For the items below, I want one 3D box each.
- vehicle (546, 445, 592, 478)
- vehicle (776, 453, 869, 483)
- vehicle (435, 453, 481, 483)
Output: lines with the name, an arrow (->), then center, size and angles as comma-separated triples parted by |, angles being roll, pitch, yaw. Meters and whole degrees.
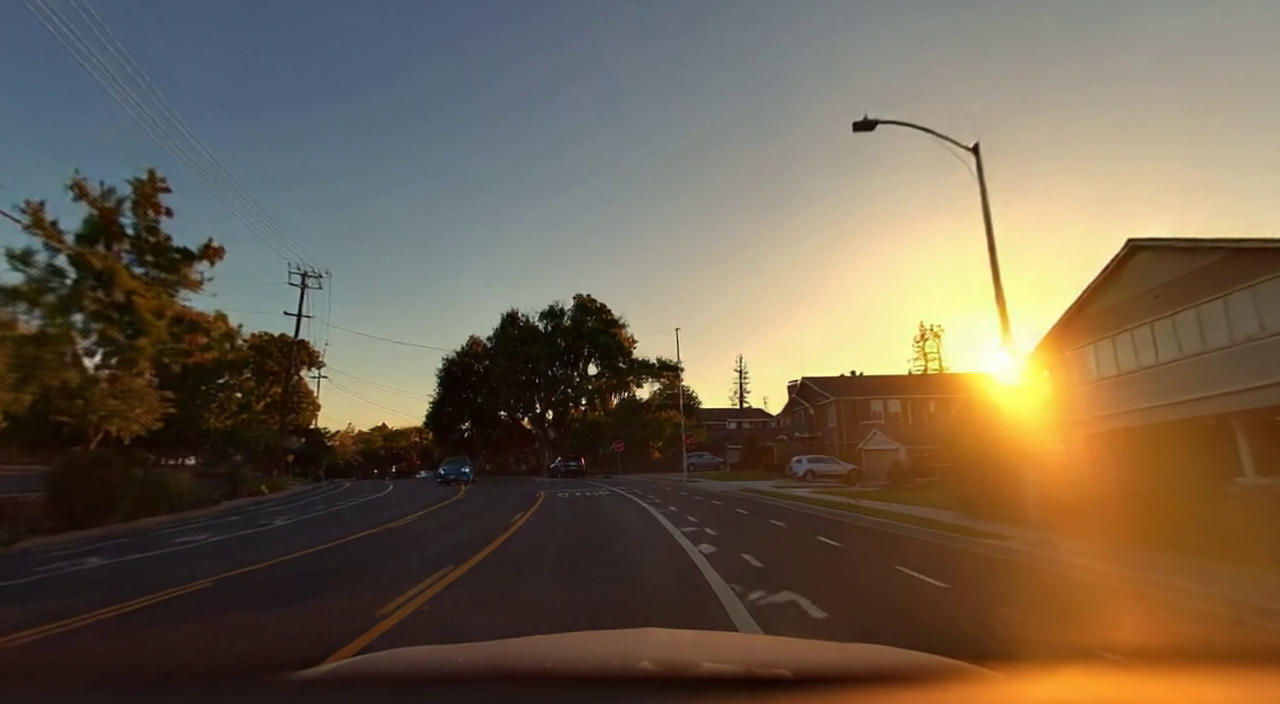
vehicle -> -4.493, 6.741, 39.173 | 2.284, 1.741, 4.702 | 4, -8, -11
vehicle -> 9.844, 6.238, 34.189 | 4.383, 1.508, 1.884 | 1, -9, -9
vehicle -> -10.144, 6.455, 35.465 | 2.003, 1.483, 4.545 | 1, -9, -10
